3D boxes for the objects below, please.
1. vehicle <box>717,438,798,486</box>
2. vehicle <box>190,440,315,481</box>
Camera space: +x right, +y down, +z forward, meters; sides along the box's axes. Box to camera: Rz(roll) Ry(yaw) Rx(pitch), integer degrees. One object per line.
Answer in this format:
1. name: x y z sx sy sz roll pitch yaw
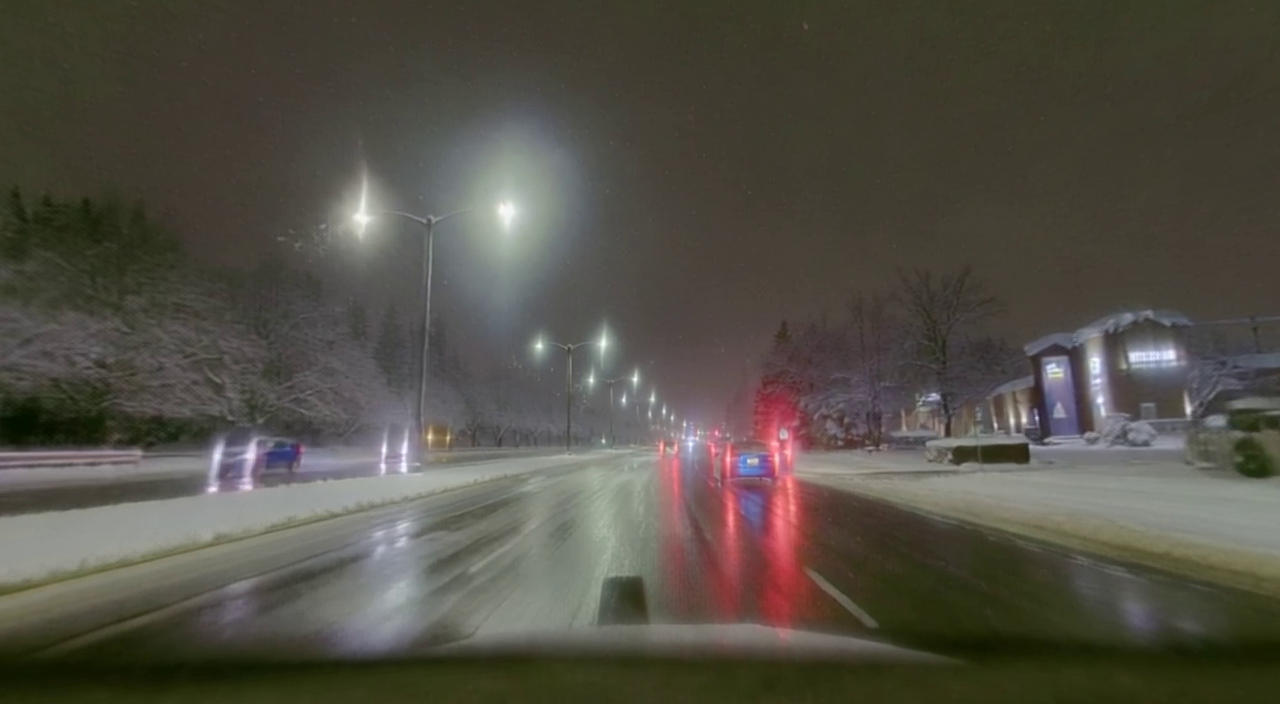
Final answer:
1. vehicle: 4.044 3.871 22.483 1.981 1.499 4.536 0 -8 0
2. vehicle: -15.723 4.409 25.951 2.055 1.495 4.772 0 -8 1
